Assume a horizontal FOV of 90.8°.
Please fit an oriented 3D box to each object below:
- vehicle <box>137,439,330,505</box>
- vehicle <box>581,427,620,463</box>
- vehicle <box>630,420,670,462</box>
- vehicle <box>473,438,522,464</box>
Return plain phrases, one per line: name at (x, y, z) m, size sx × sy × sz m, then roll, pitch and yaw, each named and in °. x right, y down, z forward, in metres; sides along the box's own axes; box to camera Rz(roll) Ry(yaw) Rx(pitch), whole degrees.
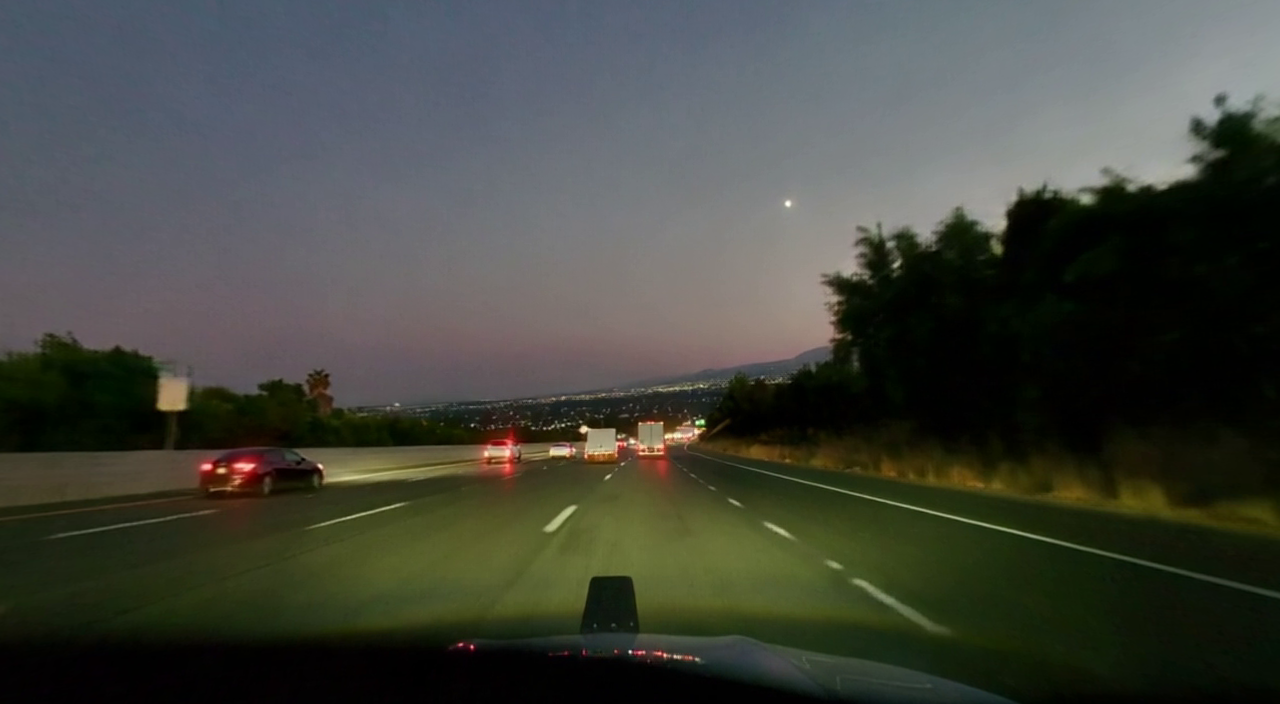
vehicle at (-10.287, 3.036, 16.553) m, size 1.952 × 1.457 × 4.689 m, roll 0°, pitch -8°, yaw 0°
vehicle at (-2.880, 6.967, 47.132) m, size 2.328 × 2.519 × 5.238 m, roll 0°, pitch -8°, yaw 2°
vehicle at (0.755, 6.669, 47.565) m, size 2.768 × 2.854 × 6.757 m, roll 1°, pitch -8°, yaw 1°
vehicle at (-10.150, 7.103, 45.491) m, size 2.080 × 1.777 × 5.450 m, roll 0°, pitch -8°, yaw 2°
